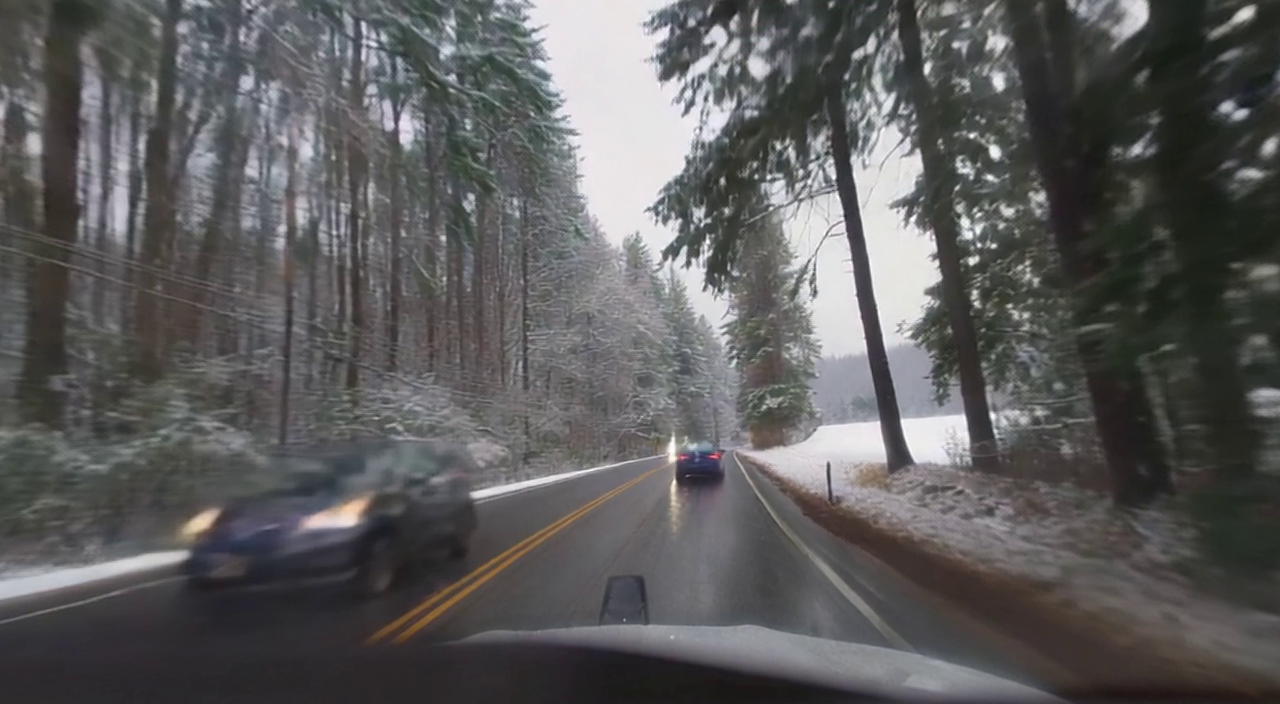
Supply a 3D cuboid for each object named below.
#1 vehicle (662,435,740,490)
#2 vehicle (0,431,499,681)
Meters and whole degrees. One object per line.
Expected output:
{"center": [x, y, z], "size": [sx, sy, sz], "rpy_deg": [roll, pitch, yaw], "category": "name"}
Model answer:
{"center": [2.015, 3.574, 20.785], "size": [2.274, 1.583, 4.349], "rpy_deg": [-1, -9, 6], "category": "vehicle"}
{"center": [-3.084, 1.643, 6.295], "size": [2.143, 1.586, 4.238], "rpy_deg": [0, -9, 3], "category": "vehicle"}
